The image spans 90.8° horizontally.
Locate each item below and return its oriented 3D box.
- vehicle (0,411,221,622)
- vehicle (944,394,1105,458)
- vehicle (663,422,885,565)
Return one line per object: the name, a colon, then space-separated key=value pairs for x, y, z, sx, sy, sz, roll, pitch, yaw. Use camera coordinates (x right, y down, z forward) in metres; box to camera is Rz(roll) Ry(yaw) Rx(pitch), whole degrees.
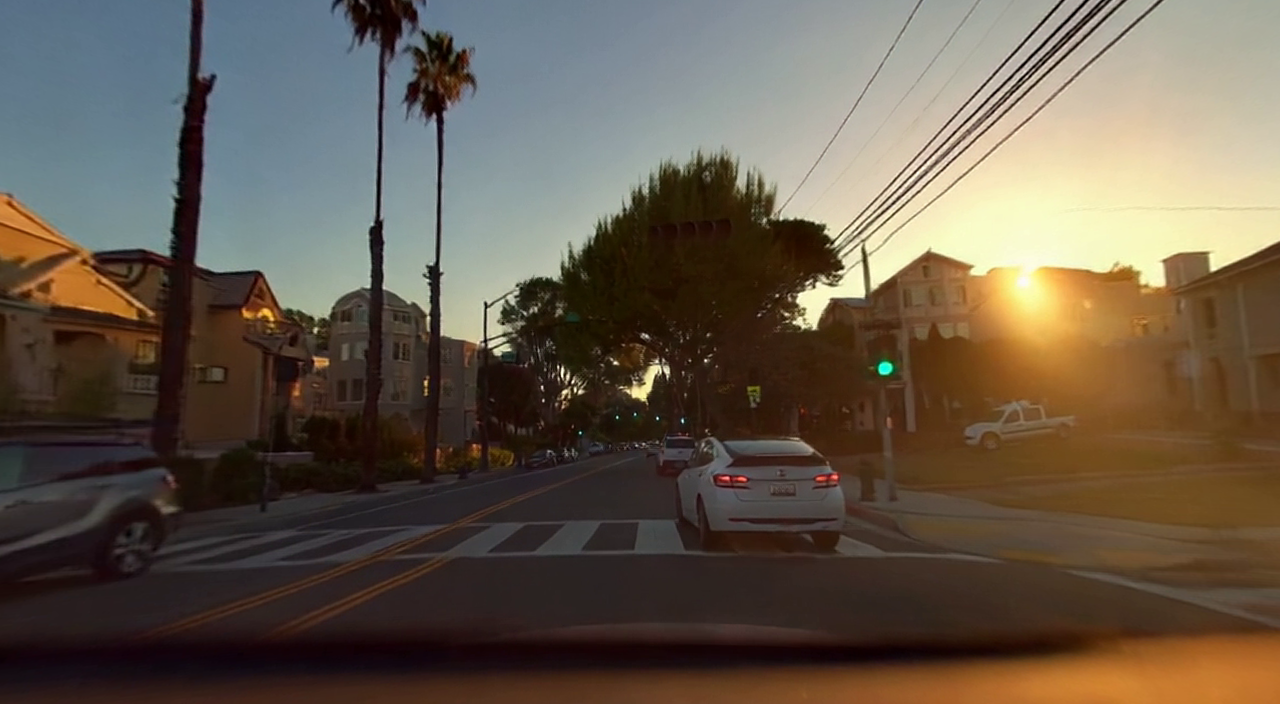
vehicle: x=-6.594 y=1.522 z=5.967 sx=2.069 sy=1.820 sz=4.388 roll=-3 pitch=-6 yaw=5
vehicle: x=17.671 y=3.436 z=29.269 sx=5.880 sy=2.540 sz=2.003 roll=-3 pitch=-6 yaw=2
vehicle: x=1.555 y=1.899 z=9.263 sx=2.096 sy=1.552 sz=4.519 roll=0 pitch=-9 yaw=-2
